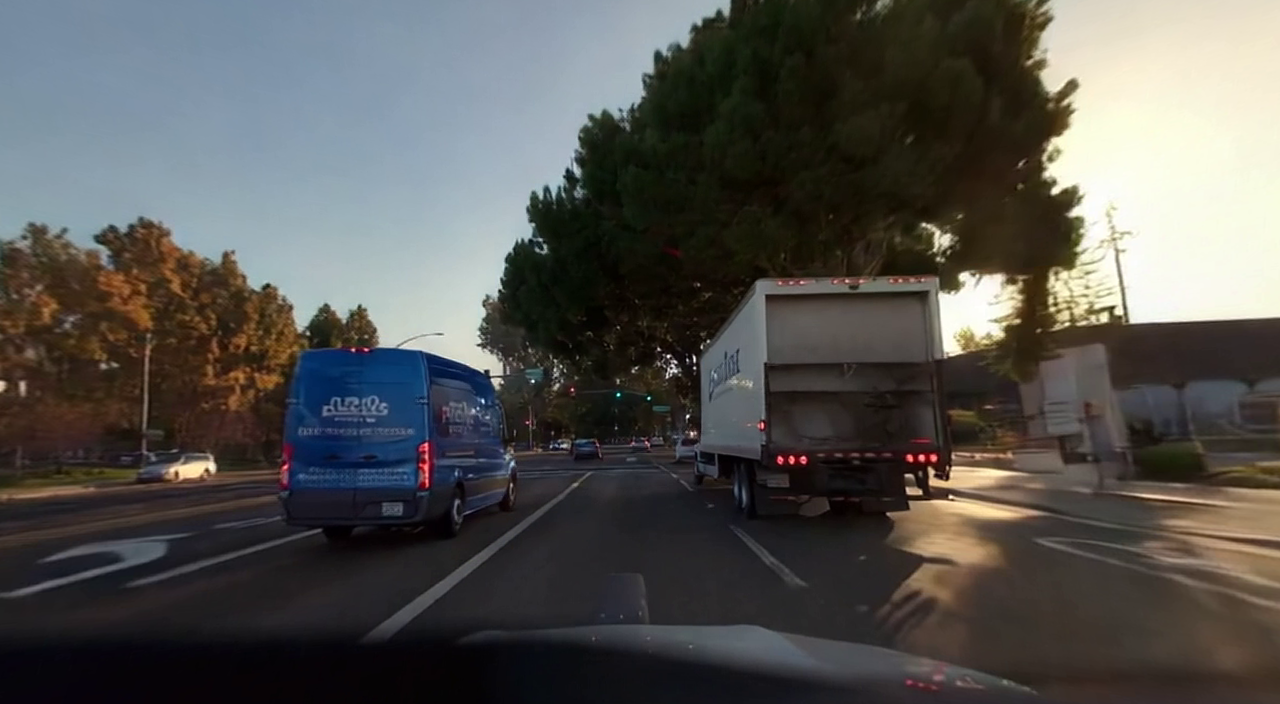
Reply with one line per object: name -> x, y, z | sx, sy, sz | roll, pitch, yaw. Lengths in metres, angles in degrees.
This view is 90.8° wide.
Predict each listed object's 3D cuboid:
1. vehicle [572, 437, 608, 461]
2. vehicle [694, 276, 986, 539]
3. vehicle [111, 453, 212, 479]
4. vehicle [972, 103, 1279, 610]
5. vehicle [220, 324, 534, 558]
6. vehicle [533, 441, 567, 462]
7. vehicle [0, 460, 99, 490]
vehicle -> -3.780, 7.523, 49.070 | 2.356, 1.766, 5.674 | 0, -9, 0
vehicle -> 3.052, 1.439, 13.377 | 2.861, 3.525, 9.858 | 0, -9, 0
vehicle -> -31.324, 7.468, 41.579 | 4.955, 1.514, 1.973 | 4, -9, -29
vehicle -> 6.758, -0.003, 4.972 | 2.949, 4.141, 9.759 | 0, -9, 1
vehicle -> -3.653, 1.528, 10.811 | 2.443, 2.784, 6.493 | 0, -9, 1
vehicle -> -6.771, 7.586, 48.033 | 1.958, 1.491, 4.155 | 0, -9, 0
vehicle -> -31.405, 6.334, 32.746 | 4.630, 1.412, 2.019 | 4, -10, -26
